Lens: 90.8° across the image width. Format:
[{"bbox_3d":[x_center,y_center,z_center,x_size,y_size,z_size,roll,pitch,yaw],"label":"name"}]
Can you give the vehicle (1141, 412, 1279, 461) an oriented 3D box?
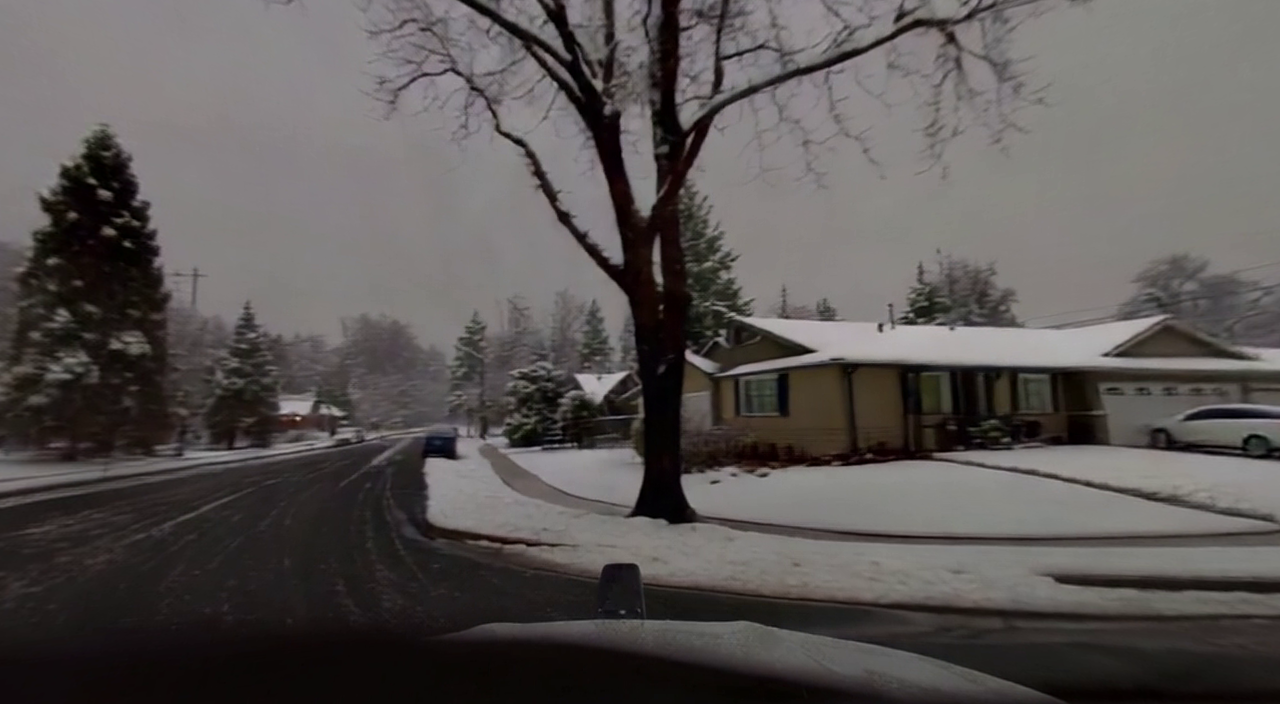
[{"bbox_3d":[19.784,2.853,21.087,1.844,1.495,4.404,2,-9,-17],"label":"vehicle"}]
